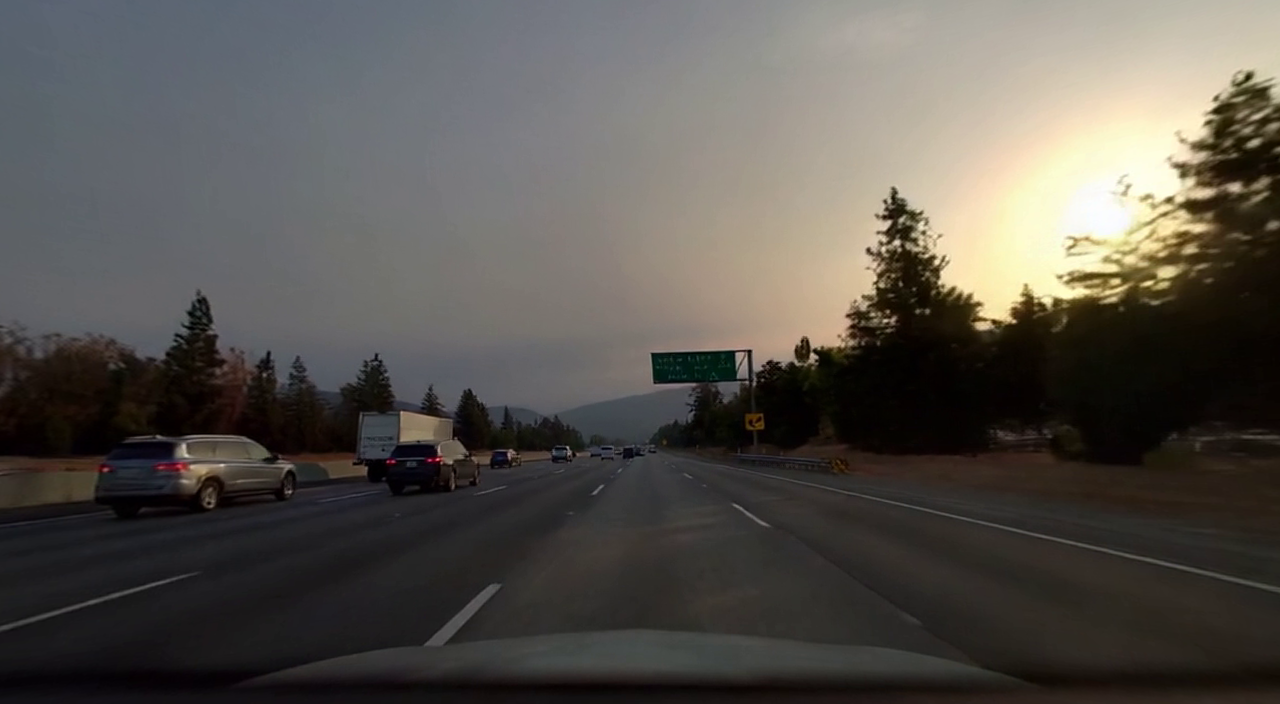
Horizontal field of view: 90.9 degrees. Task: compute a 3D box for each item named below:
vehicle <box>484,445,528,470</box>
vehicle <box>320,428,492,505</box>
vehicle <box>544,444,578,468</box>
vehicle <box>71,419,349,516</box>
[{"bbox_3d":[-9.528,7.524,45.232,2.060,1.662,4.469,0,-8,2],"label":"vehicle"},{"bbox_3d":[-6.212,3.141,17.904,2.403,1.773,6.276,0,-8,1],"label":"vehicle"},{"bbox_3d":[-6.042,7.961,48.631,2.009,1.735,4.358,0,-8,0],"label":"vehicle"},{"bbox_3d":[-10.060,2.754,15.743,2.576,1.922,6.067,0,-8,1],"label":"vehicle"}]
